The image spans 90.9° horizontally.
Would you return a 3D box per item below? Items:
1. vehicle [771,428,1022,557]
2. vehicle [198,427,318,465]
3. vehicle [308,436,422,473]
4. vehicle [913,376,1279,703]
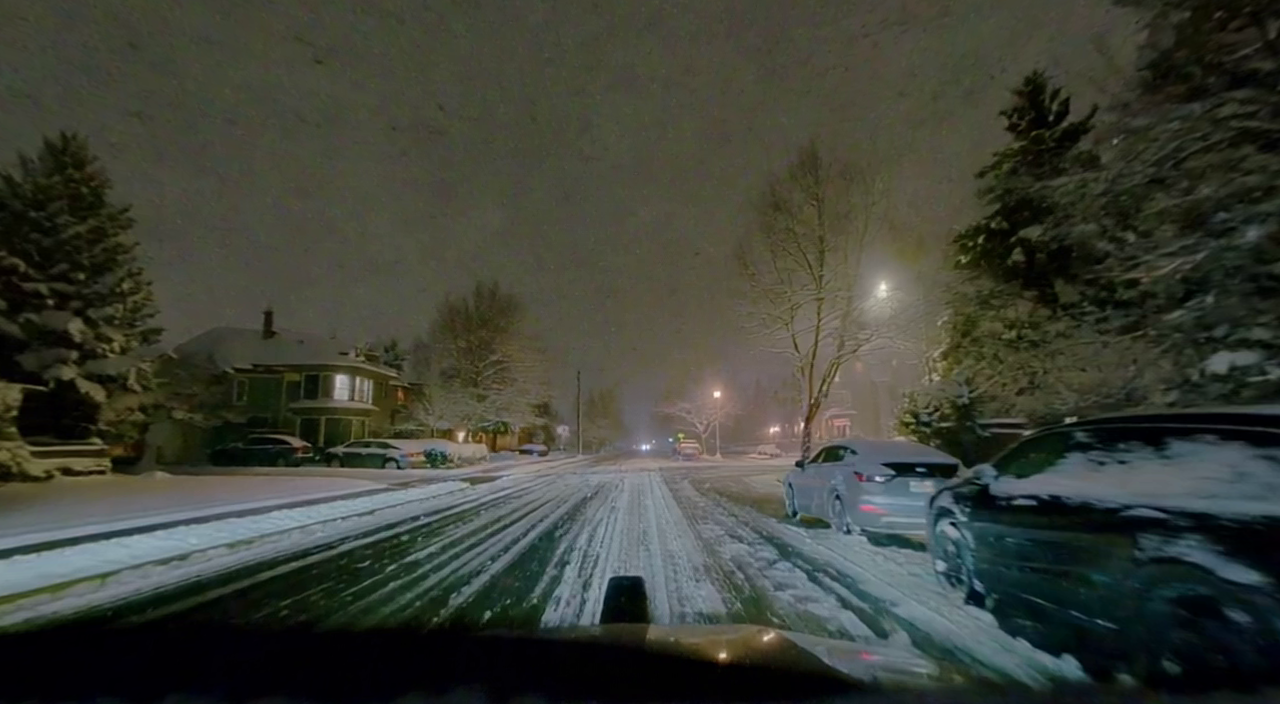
[{"bbox_3d":[3.682,2.091,10.260,1.928,1.567,4.900,0,-8,-1],"label":"vehicle"},{"bbox_3d":[-18.464,4.551,30.585,4.530,1.678,1.994,-1,-8,1],"label":"vehicle"},{"bbox_3d":[-13.232,4.935,30.529,4.543,1.691,1.957,0,-8,0],"label":"vehicle"},{"bbox_3d":[3.546,1.079,3.631,1.969,1.625,4.318,0,-8,0],"label":"vehicle"}]
